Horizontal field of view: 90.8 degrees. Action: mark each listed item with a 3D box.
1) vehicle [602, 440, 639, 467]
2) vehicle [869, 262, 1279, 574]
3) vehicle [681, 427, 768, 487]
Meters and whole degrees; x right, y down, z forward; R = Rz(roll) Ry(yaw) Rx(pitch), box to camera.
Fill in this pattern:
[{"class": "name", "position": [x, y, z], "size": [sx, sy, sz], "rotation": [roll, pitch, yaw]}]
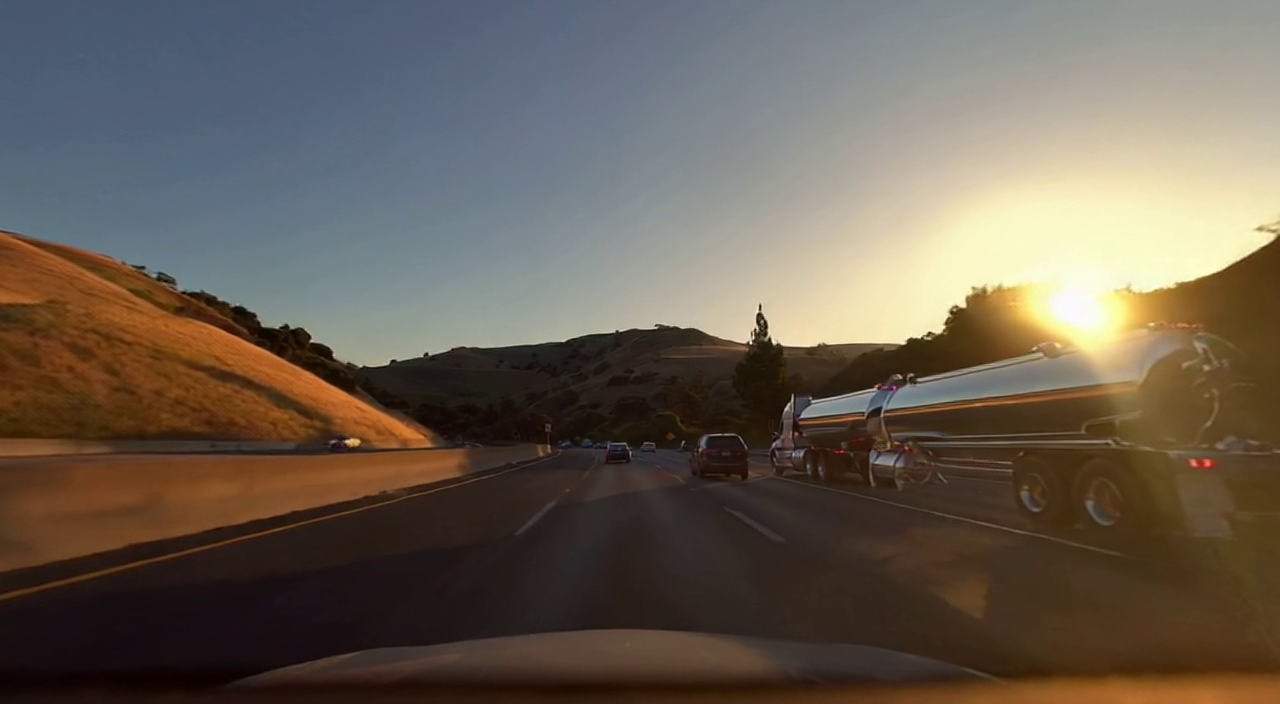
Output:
[{"class": "vehicle", "position": [-1.193, 6.028, 37.652], "size": [2.083, 1.477, 3.965], "rotation": [1, -8, -3]}, {"class": "vehicle", "position": [7.499, 1.360, 11.479], "size": [2.805, 3.212, 9.978], "rotation": [0, -8, -1]}, {"class": "vehicle", "position": [2.723, 3.509, 21.465], "size": [2.098, 1.794, 4.561], "rotation": [1, -8, -3]}]
